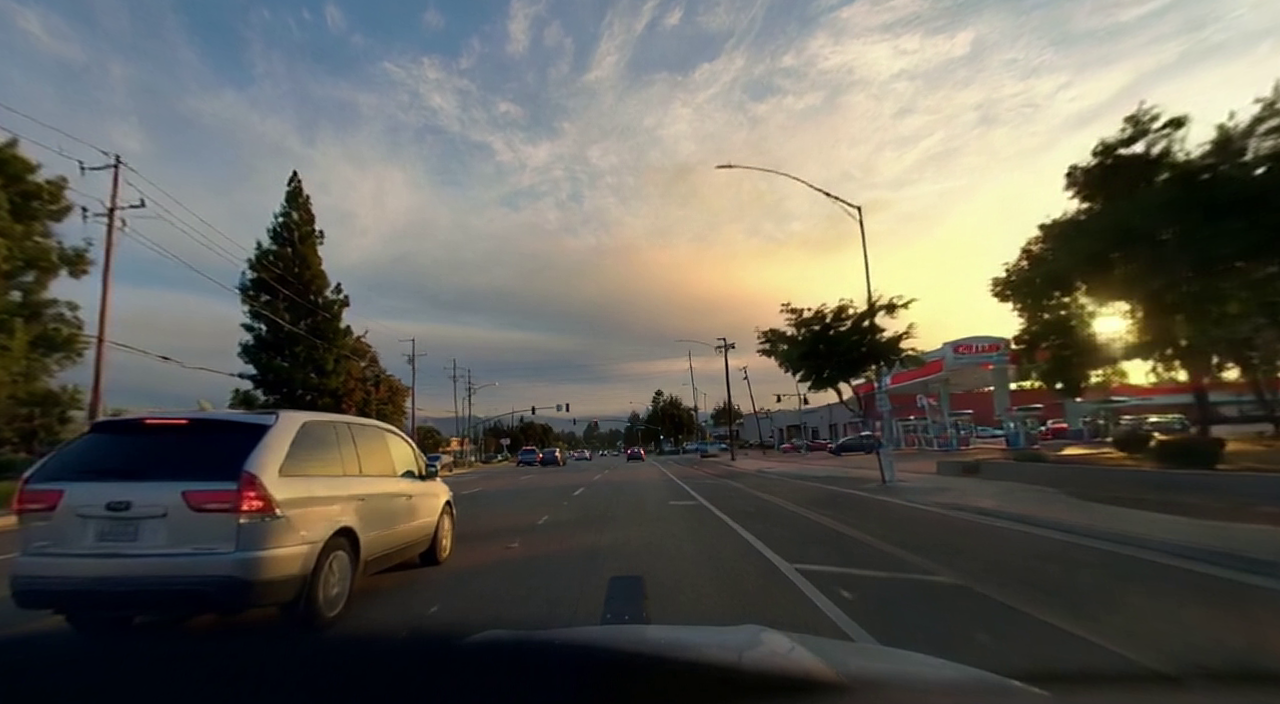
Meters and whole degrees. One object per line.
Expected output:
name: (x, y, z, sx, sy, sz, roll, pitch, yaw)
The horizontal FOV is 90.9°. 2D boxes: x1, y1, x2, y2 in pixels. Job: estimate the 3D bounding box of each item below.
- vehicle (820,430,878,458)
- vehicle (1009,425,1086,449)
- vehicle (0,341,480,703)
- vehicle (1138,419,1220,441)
vehicle: (15.829, 7.070, 48.106, 2.178, 1.911, 5.852, -2, -9, -2)
vehicle: (30.817, 6.480, 47.714, 4.459, 1.605, 1.883, -10, -12, 44)
vehicle: (-3.107, 1.211, 5.368, 2.190, 1.844, 4.751, 0, -9, 1)
vehicle: (41.549, 6.061, 48.657, 4.630, 1.529, 1.759, -8, -10, 42)
